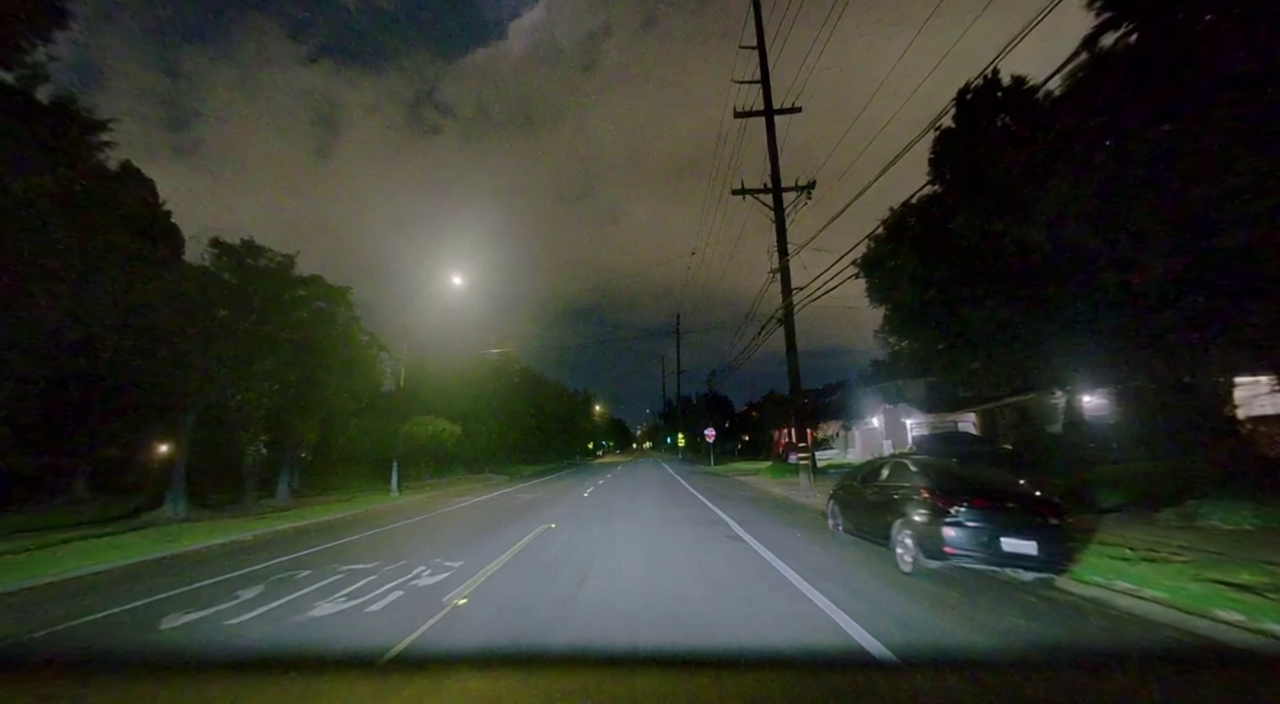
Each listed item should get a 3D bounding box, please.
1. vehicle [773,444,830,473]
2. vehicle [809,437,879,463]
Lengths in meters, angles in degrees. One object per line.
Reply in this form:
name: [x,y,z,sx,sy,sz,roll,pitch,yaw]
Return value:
vehicle: [8.903,5.891,35.243,1.811,1.491,4.407,0,-9,-3]
vehicle: [14.912,7.238,46.389,4.376,1.488,1.962,-4,-11,1]
